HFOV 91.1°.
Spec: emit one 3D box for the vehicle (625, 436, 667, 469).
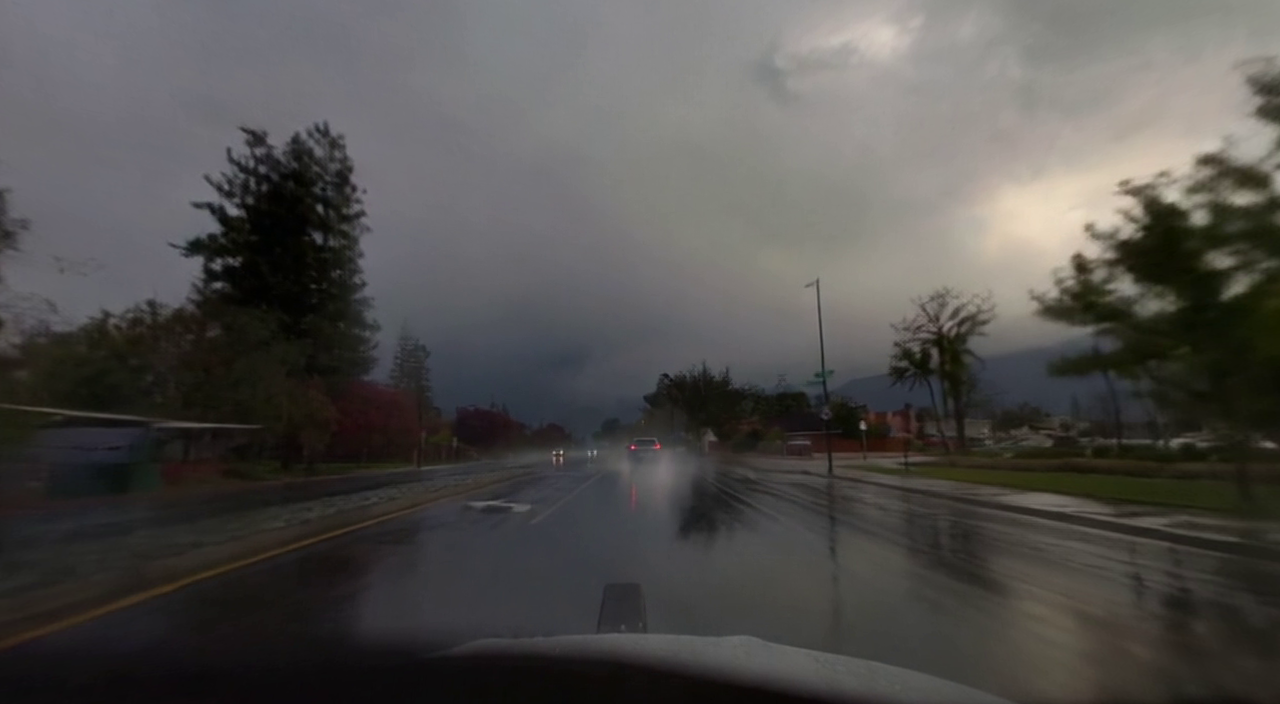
[{"bbox_3d":[0.274,5.786,36.320,2.165,1.783,4.391,0,-9,-3],"label":"vehicle"}]
